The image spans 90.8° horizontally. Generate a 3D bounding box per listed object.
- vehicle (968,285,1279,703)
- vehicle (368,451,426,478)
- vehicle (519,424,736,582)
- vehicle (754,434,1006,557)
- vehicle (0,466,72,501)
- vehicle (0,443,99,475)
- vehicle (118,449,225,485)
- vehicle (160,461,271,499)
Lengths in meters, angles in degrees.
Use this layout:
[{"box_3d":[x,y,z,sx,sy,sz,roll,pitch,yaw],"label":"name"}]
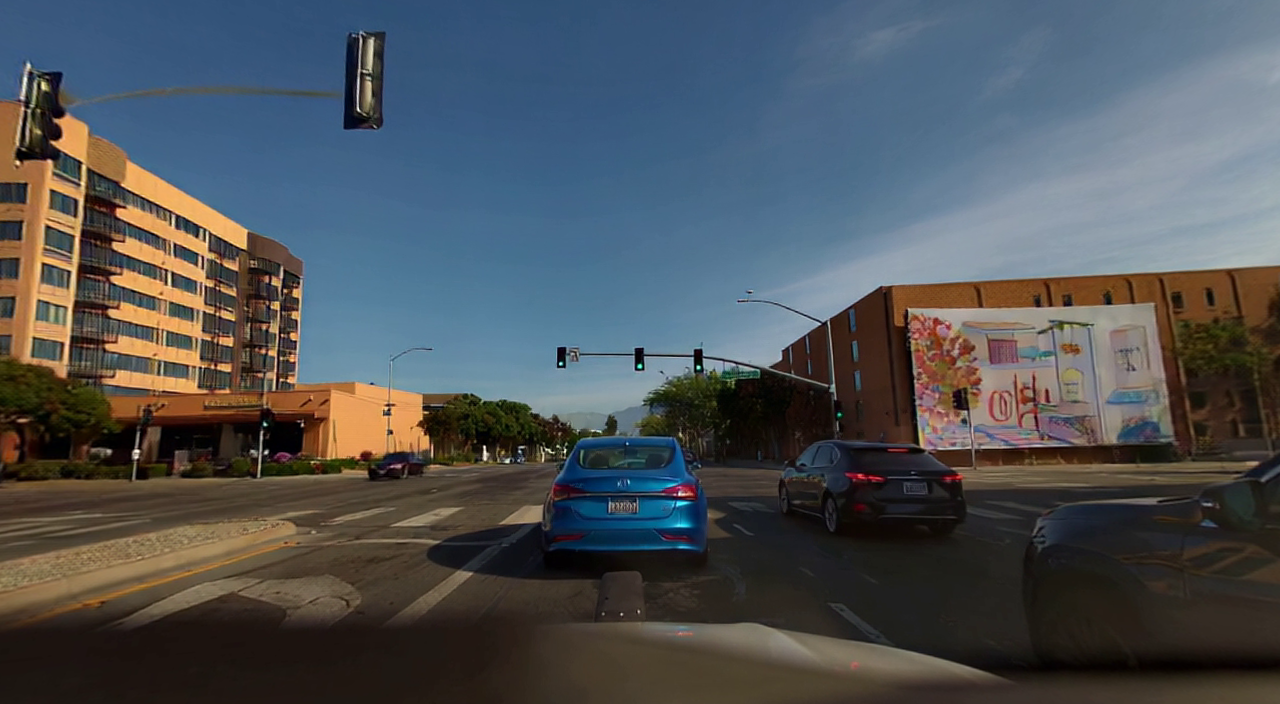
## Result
[{"box_3d":[3.016,0.633,1.573,2.047,1.785,4.357,0,-8,0],"label":"vehicle"},{"box_3d":[-14.714,6.830,38.565,1.817,1.442,4.371,0,-8,0],"label":"vehicle"},{"box_3d":[-0.142,1.749,8.113,2.095,1.502,3.873,0,-8,-1],"label":"vehicle"},{"box_3d":[3.216,2.009,9.661,2.009,1.414,4.416,0,-8,-2],"label":"vehicle"},{"box_3d":[-28.022,6.071,29.437,1.972,1.433,4.324,8,-12,-39],"label":"vehicle"},{"box_3d":[-35.783,6.366,37.770,2.145,1.797,5.198,-1,-9,1],"label":"vehicle"},{"box_3d":[-27.509,6.747,37.346,2.300,1.932,5.056,-1,-8,2],"label":"vehicle"},{"box_3d":[-19.097,5.757,28.696,1.942,1.453,4.448,0,-9,0],"label":"vehicle"}]
